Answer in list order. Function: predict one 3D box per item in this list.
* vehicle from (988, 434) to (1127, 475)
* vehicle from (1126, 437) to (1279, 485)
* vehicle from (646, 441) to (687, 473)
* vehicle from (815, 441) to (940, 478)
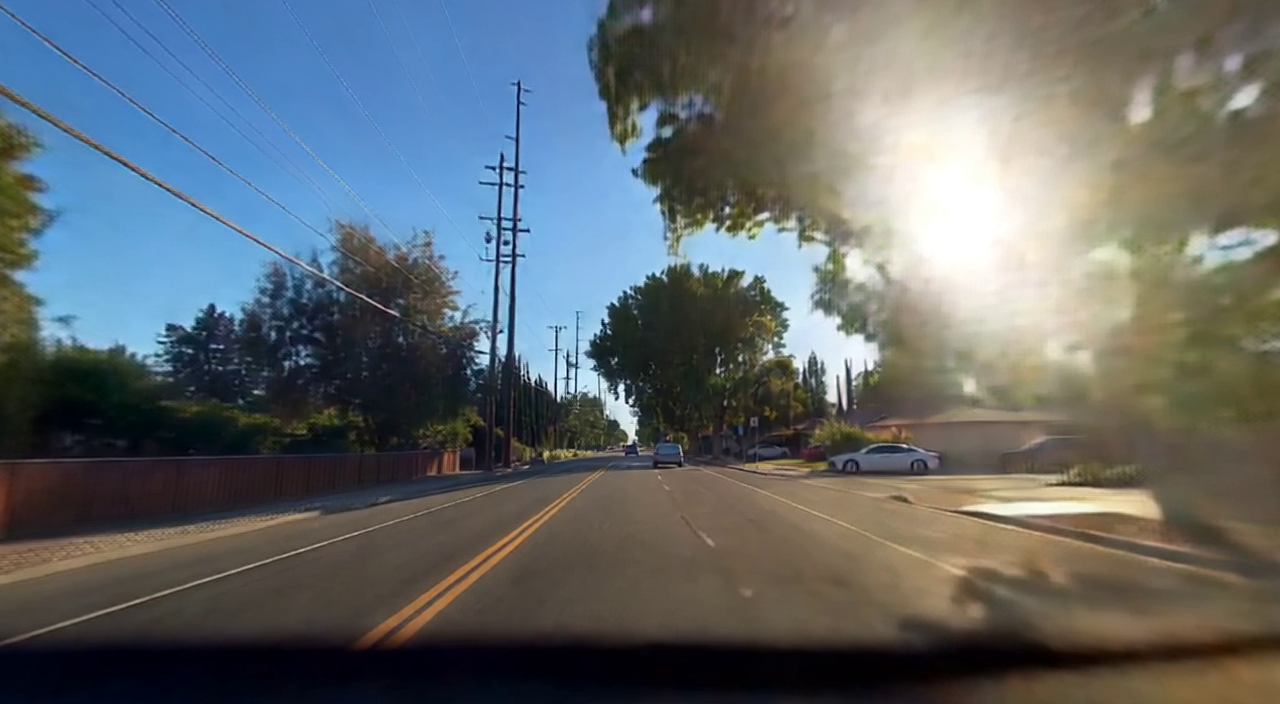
[{"bbox_3d":[18.064,4.464,27.499,4.566,1.691,1.996,0,-9,0],"label":"vehicle"},{"bbox_3d":[19.359,3.556,20.800,4.869,1.477,2.076,-1,-9,2],"label":"vehicle"},{"bbox_3d":[1.303,5.378,32.497,1.975,1.497,3.647,0,-9,0],"label":"vehicle"},{"bbox_3d":[10.007,4.548,26.850,4.511,1.473,1.962,0,-8,-2],"label":"vehicle"}]
